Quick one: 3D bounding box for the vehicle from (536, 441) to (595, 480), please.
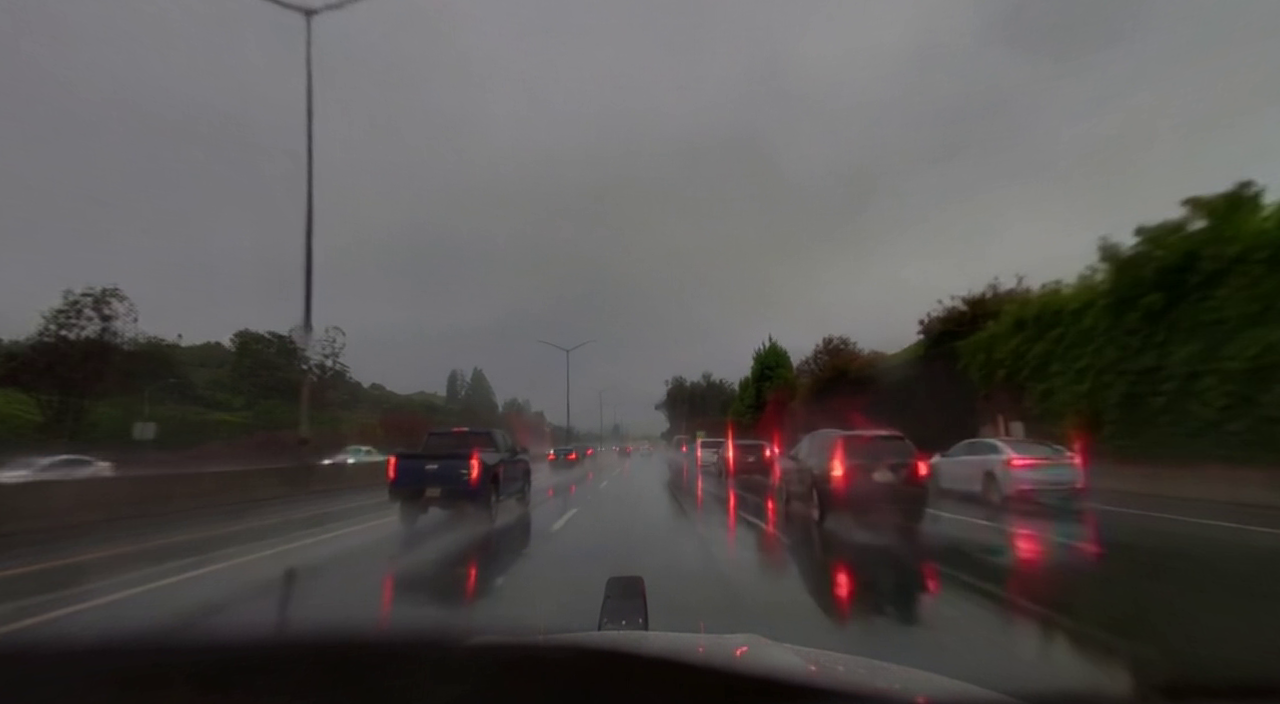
[{"bbox_3d":[-3.263,4.872,28.614,1.974,1.589,5.047,-1,-8,1],"label":"vehicle"}]

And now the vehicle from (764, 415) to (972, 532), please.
[{"bbox_3d":[3.976,2.217,12.122,2.144,1.752,4.765,0,-8,-1],"label":"vehicle"}]

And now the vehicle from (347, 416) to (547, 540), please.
[{"bbox_3d":[-3.160,2.179,11.588,2.139,1.764,4.707,-1,-8,1],"label":"vehicle"}]

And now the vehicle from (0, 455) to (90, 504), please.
[{"bbox_3d":[-23.649,4.747,23.593,1.957,1.682,4.535,-1,-8,1],"label":"vehicle"}]

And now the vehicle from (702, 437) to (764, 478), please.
[{"bbox_3d":[4.118,4.739,28.627,2.023,1.670,4.869,0,-8,-1],"label":"vehicle"}]

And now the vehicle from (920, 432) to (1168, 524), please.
[{"bbox_3d":[7.599,2.392,12.594,1.904,1.473,4.598,0,-8,0],"label":"vehicle"}]

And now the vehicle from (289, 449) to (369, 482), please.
[{"bbox_3d":[-15.829,5.762,32.366,1.801,1.551,4.440,-1,-8,1],"label":"vehicle"}]
